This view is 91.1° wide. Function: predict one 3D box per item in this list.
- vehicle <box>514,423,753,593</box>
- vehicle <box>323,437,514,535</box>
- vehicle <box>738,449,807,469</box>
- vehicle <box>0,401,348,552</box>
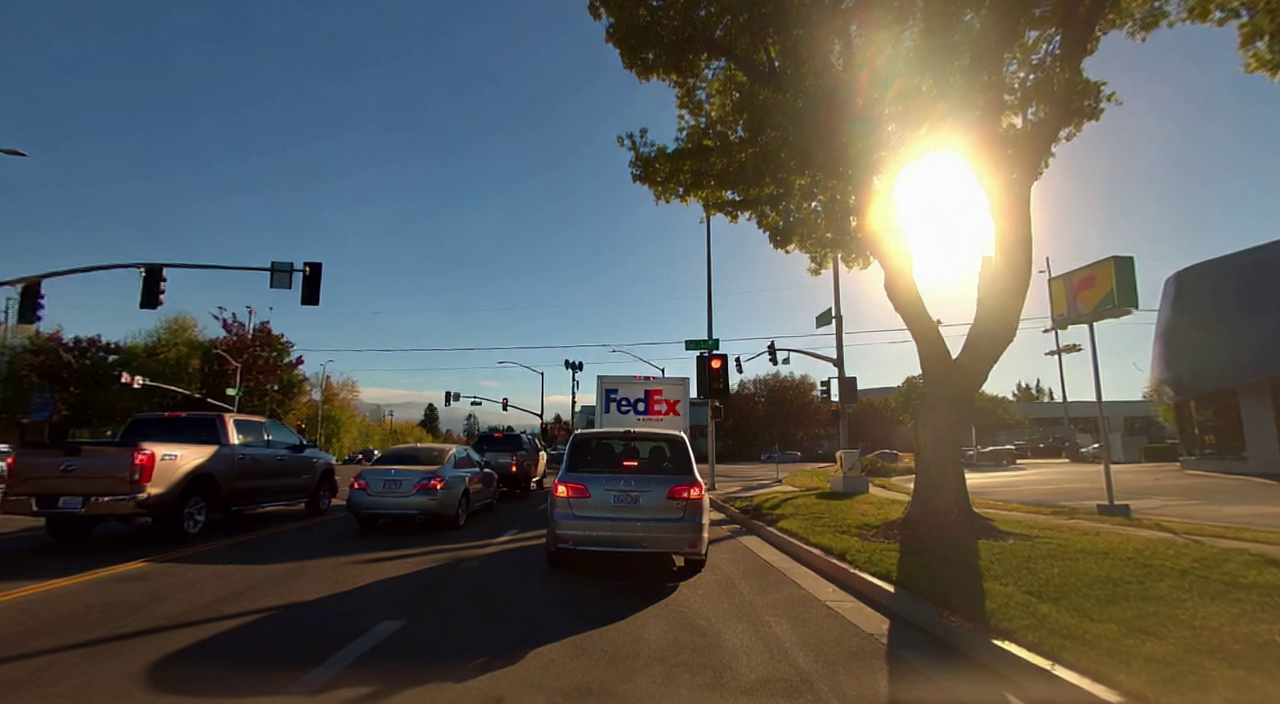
[{"bbox_3d":[-0.048,1.732,7.859,2.145,1.513,4.269,0,-9,0],"label":"vehicle"},{"bbox_3d":[-3.873,2.401,11.940,1.949,1.487,4.390,0,-9,1],"label":"vehicle"},{"bbox_3d":[10.247,8.290,48.657,4.841,1.494,1.829,1,-9,-5],"label":"vehicle"},{"bbox_3d":[-7.294,1.981,10.737,2.125,1.893,5.498,0,-9,-2],"label":"vehicle"}]
